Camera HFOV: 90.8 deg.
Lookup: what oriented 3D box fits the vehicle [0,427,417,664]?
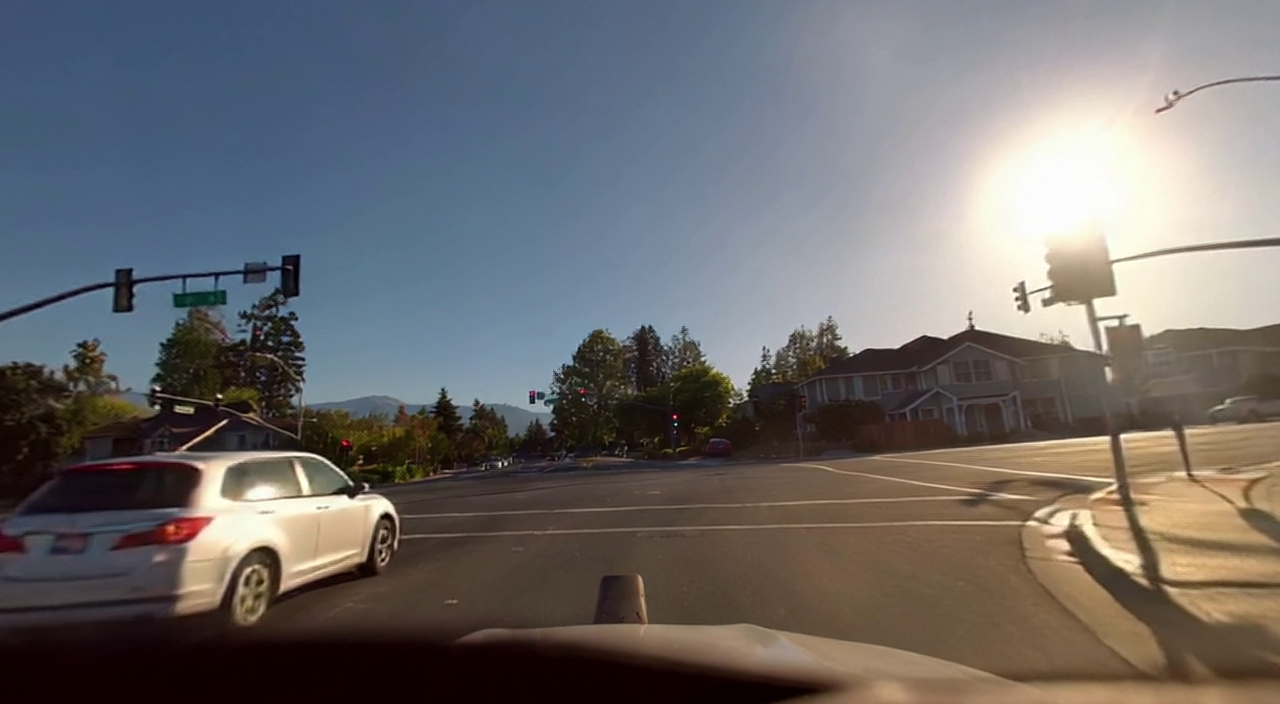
[{"bbox_3d":[-3.776,1.574,6.153,1.777,1.537,3.831,0,-9,0],"label":"vehicle"}]
